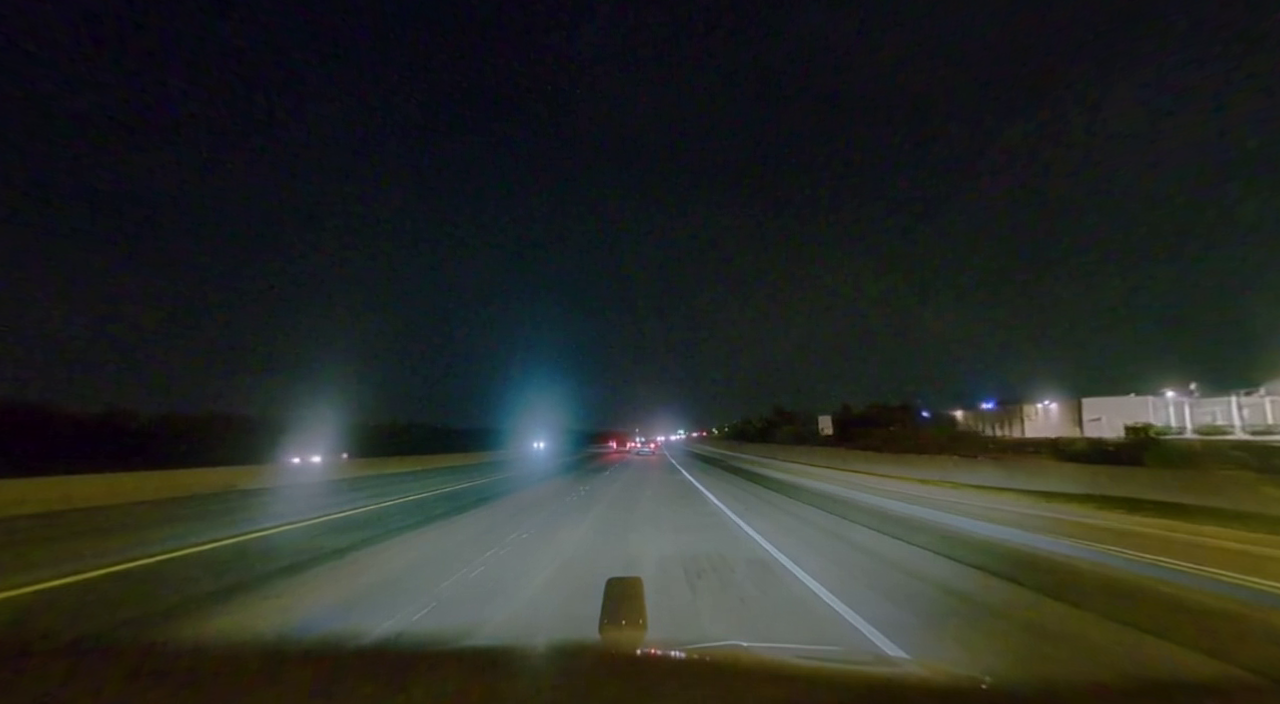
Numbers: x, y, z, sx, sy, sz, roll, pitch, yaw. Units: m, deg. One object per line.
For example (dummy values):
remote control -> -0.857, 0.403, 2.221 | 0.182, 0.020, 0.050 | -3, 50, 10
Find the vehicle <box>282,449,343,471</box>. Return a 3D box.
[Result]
vehicle -> -23.886, 7.866, 46.171 | 1.904, 1.474, 4.575 | -1, -9, 1
